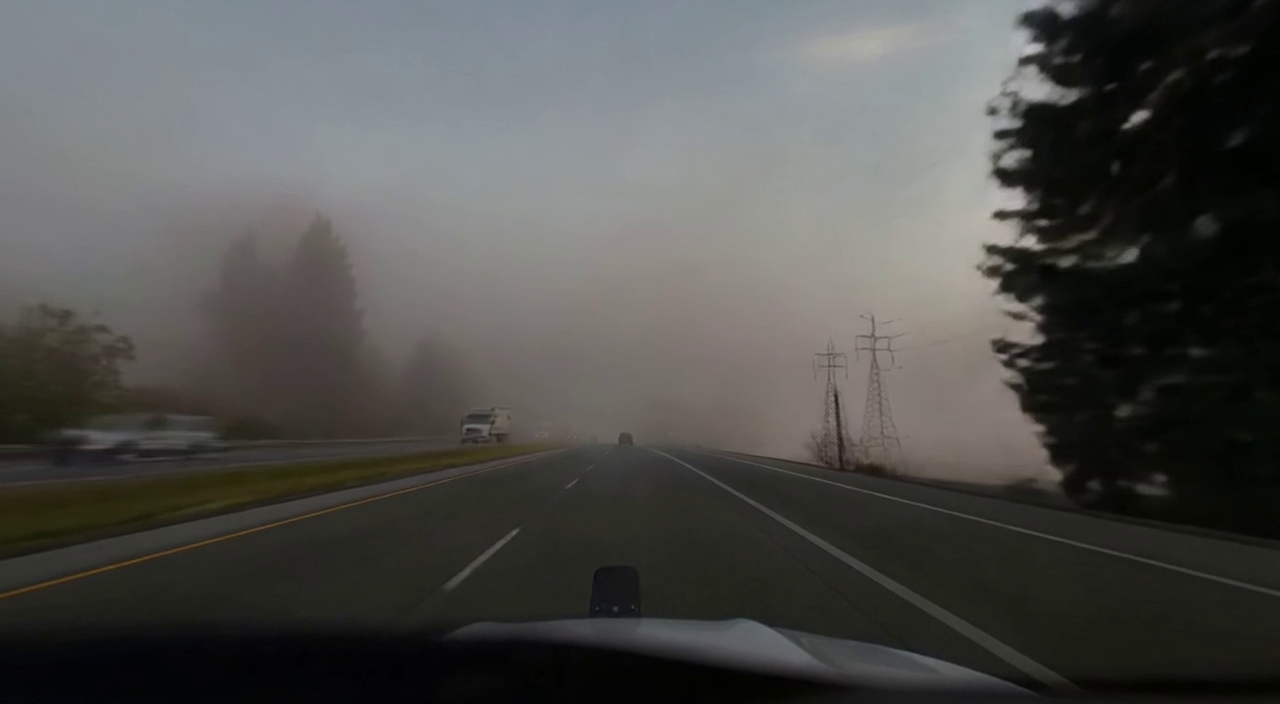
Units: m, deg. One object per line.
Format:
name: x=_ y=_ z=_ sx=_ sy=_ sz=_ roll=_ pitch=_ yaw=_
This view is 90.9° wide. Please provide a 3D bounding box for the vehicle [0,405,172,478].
vehicle: x=-13.226 y=2.080 z=14.749 sx=1.838 sy=1.491 sz=3.446 roll=0 pitch=-8 yaw=0
